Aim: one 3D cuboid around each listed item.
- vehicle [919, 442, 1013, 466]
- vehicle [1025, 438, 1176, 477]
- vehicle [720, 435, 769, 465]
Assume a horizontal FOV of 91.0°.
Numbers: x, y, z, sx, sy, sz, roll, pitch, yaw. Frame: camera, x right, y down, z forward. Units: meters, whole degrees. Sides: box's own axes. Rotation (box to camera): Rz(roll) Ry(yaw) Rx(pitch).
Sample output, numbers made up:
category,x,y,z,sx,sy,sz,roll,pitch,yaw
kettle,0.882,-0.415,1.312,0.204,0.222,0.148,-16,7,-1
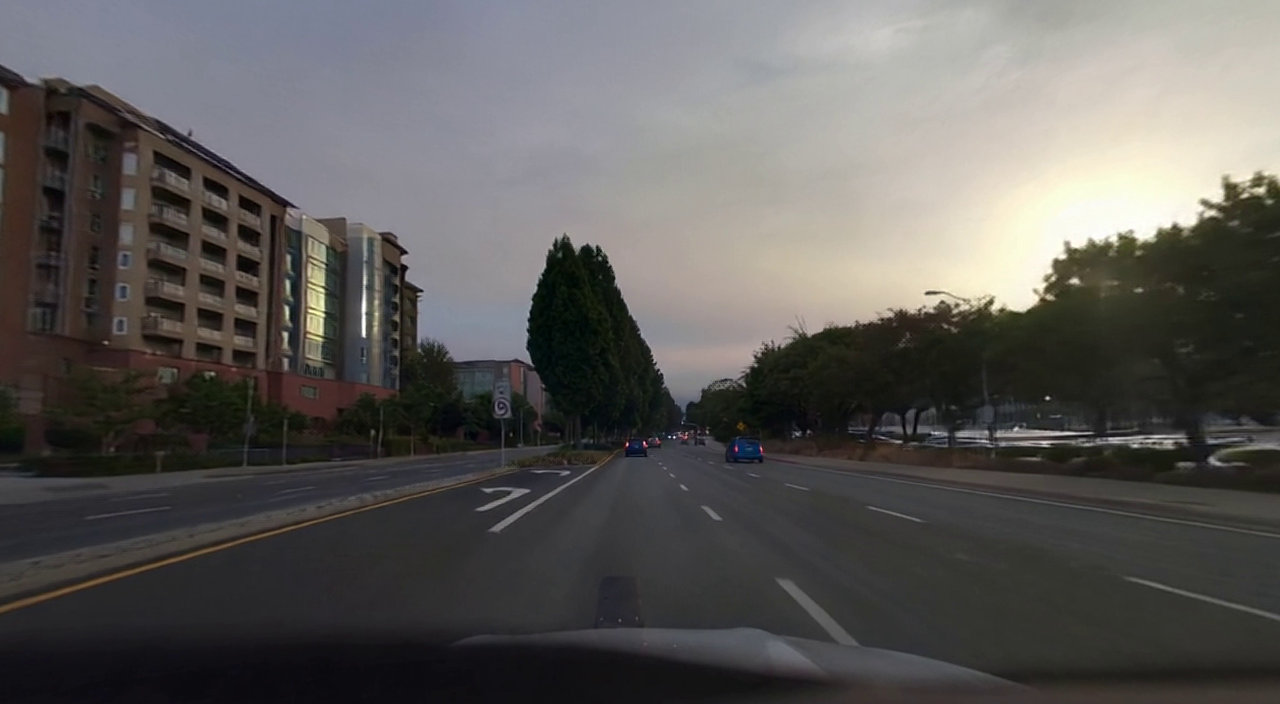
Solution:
category,x,y,z,sx,sy,sz,roll,pitch,yaw
vehicle,19.813,6.202,38.340,4.653,1.438,1.939,0,-9,-2
vehicle,19.130,4.389,26.340,4.644,1.552,1.980,-1,-9,4
vehicle,6.606,6.249,40.306,2.136,1.799,4.796,0,-9,-2
